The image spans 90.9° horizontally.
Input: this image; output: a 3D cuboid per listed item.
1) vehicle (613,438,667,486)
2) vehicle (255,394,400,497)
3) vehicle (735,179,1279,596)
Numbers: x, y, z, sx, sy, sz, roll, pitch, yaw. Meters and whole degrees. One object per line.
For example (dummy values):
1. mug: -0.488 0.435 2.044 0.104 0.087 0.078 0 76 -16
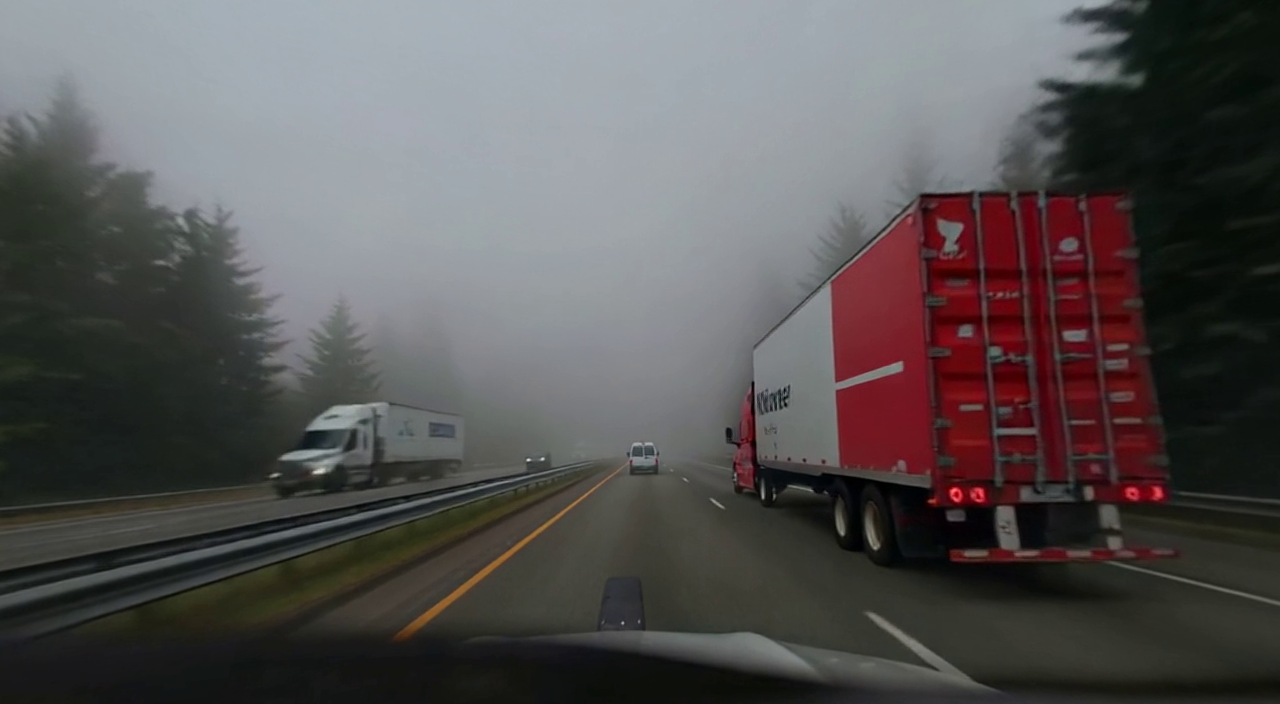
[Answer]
1. vehicle: 0.015 4.618 26.773 2.105 1.865 4.102 0 -9 0
2. vehicle: -13.161 4.050 27.240 3.089 3.941 5.838 0 -9 0
3. vehicle: 4.354 1.213 12.274 3.030 3.985 12.707 0 -9 0
